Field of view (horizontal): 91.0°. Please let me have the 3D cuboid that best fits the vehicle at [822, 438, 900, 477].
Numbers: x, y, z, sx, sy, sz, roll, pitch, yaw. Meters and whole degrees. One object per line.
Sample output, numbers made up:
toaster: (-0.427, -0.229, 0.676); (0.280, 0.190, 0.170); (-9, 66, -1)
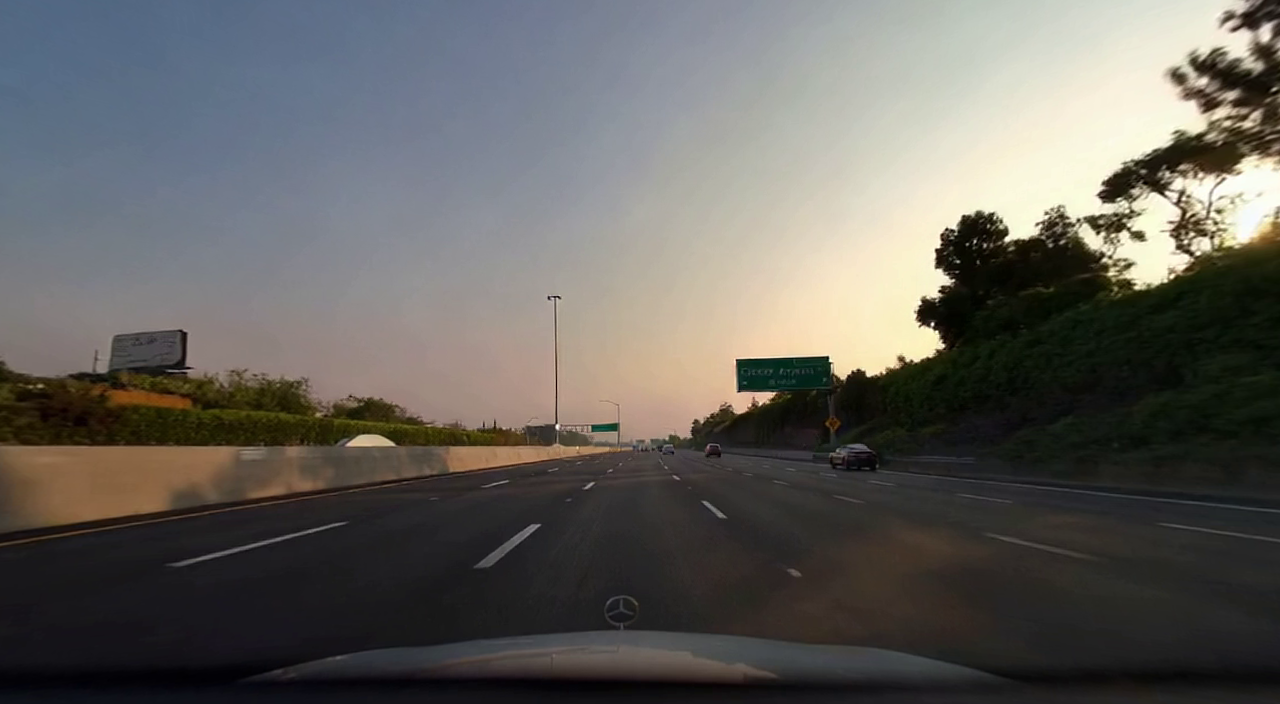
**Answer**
vehicle: (10.718, 5.152, 30.924); (2.167, 1.781, 4.340); (0, -9, -1)
